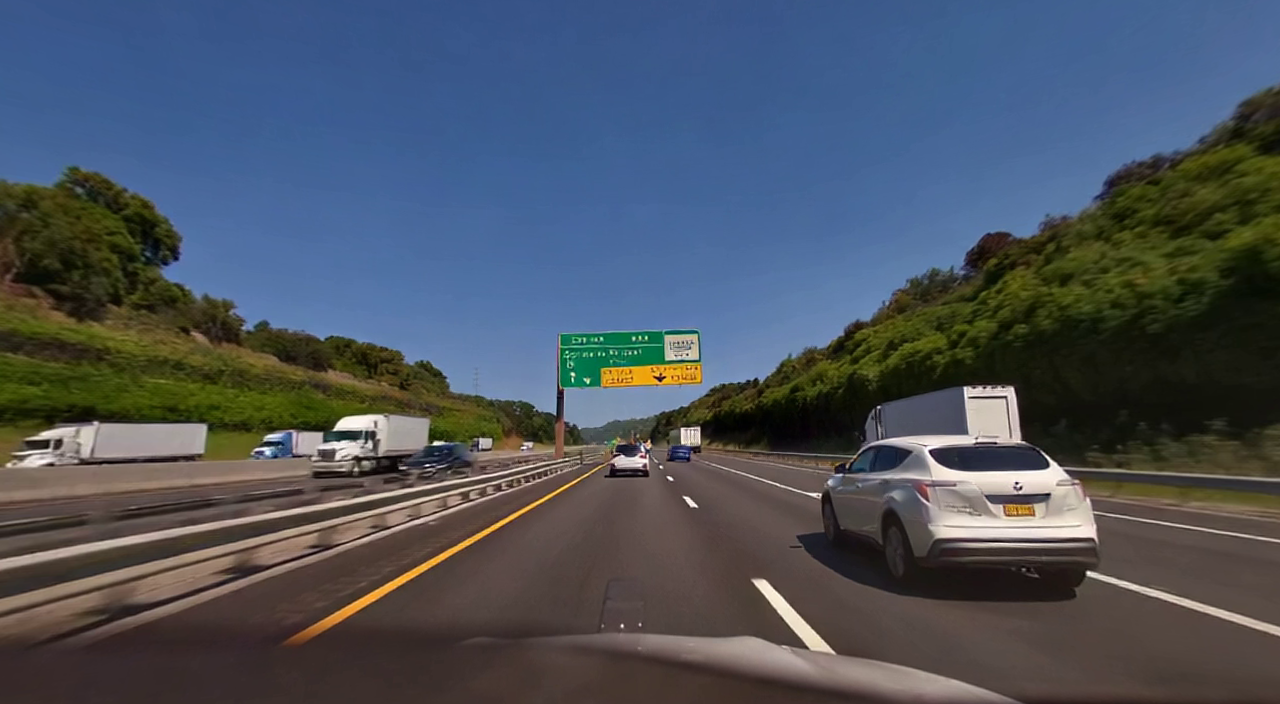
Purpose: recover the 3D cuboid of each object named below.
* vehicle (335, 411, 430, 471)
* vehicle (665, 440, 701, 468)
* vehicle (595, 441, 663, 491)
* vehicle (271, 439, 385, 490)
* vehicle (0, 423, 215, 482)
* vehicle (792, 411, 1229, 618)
[{"bbox_3d":[-16.183,5.763,40.305,2.687,3.442,7.686,0,-9,1],"label":"vehicle"},{"bbox_3d":[2.701,6.558,40.510,2.048,1.704,4.284,0,-9,0],"label":"vehicle"},{"bbox_3d":[-0.360,3.646,20.379,1.970,1.441,3.846,0,-9,-1],"label":"vehicle"},{"bbox_3d":[-11.064,3.998,22.709,1.991,1.624,4.215,0,-9,-1],"label":"vehicle"},{"bbox_3d":[-37.205,6.884,45.169,2.860,3.408,14.775,-3,-7,2],"label":"vehicle"},{"bbox_3d":[3.366,1.584,7.135,1.997,1.534,4.664,0,-9,-2],"label":"vehicle"}]
